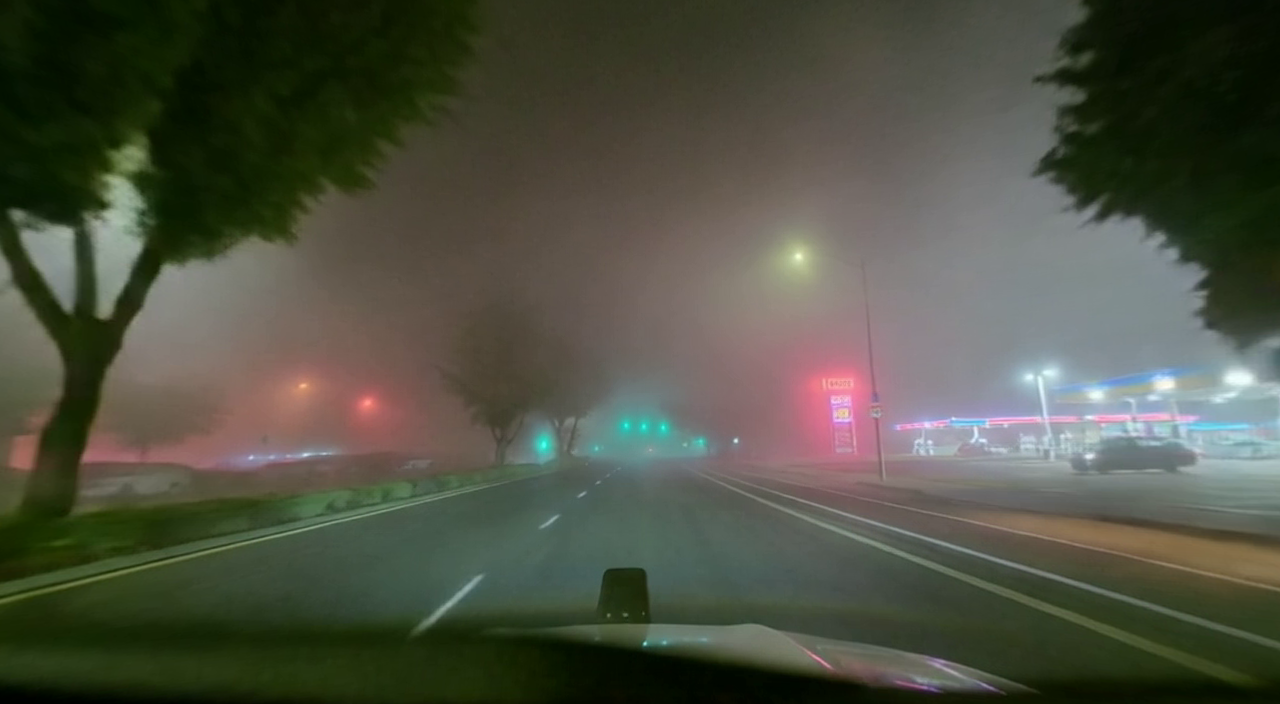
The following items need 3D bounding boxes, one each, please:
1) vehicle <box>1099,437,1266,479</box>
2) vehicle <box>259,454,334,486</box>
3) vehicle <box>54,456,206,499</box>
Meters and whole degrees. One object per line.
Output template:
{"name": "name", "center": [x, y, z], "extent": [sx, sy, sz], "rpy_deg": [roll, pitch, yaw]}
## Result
{"name": "vehicle", "center": [19.468, 3.816, 22.775], "extent": [4.238, 1.432, 1.910], "rpy_deg": [0, -9, 0]}
{"name": "vehicle", "center": [-25.100, 8.605, 46.118], "extent": [4.386, 2.004, 1.991], "rpy_deg": [-4, -9, -2]}
{"name": "vehicle", "center": [-21.419, 5.245, 26.792], "extent": [2.114, 1.602, 4.824], "rpy_deg": [-1, -9, 6]}
